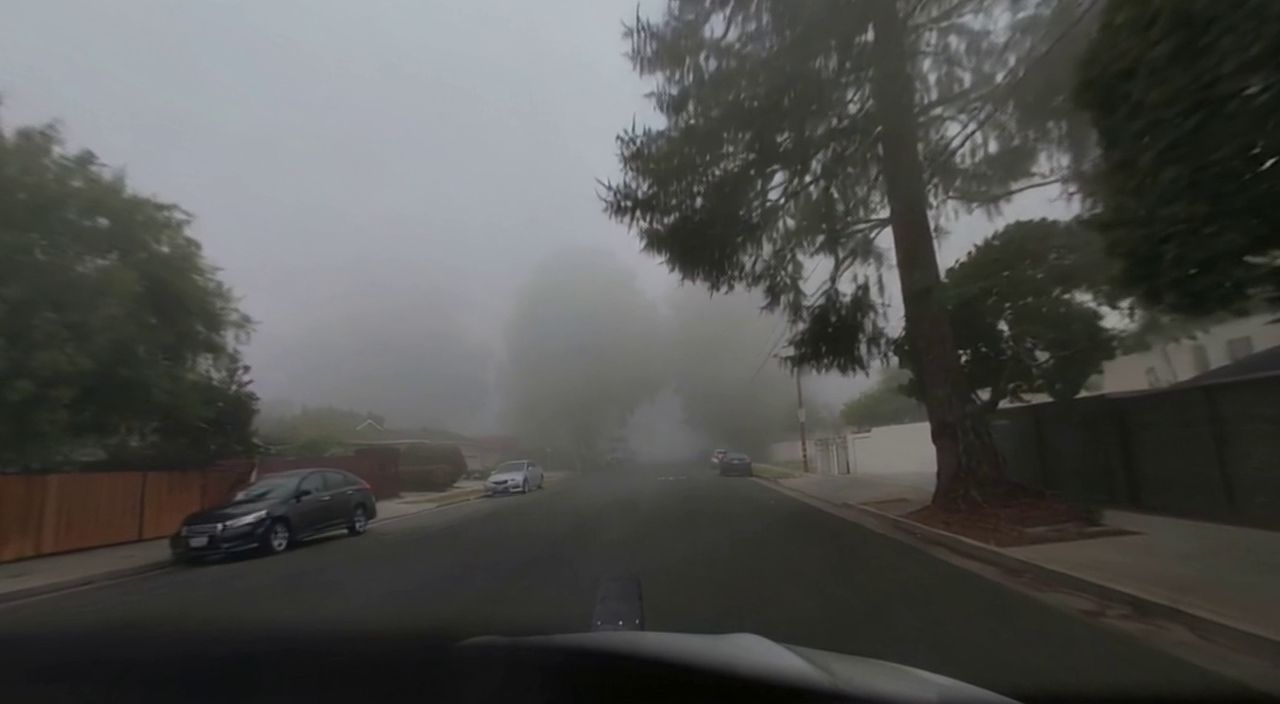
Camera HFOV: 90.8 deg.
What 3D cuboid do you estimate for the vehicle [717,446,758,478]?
[{"bbox_3d":[5.039,5.734,33.146,1.903,1.500,4.057,-2,-8,6],"label":"vehicle"}]

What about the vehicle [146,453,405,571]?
[{"bbox_3d":[-6.595,2.879,12.217,2.061,1.466,4.660,-5,-7,4],"label":"vehicle"}]

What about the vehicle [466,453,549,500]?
[{"bbox_3d":[-5.478,5.203,26.746,2.062,1.500,4.629,-4,-7,6],"label":"vehicle"}]

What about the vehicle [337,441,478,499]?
[{"bbox_3d":[-10.012,5.080,28.048,2.416,2.211,6.384,-3,-8,17],"label":"vehicle"}]
